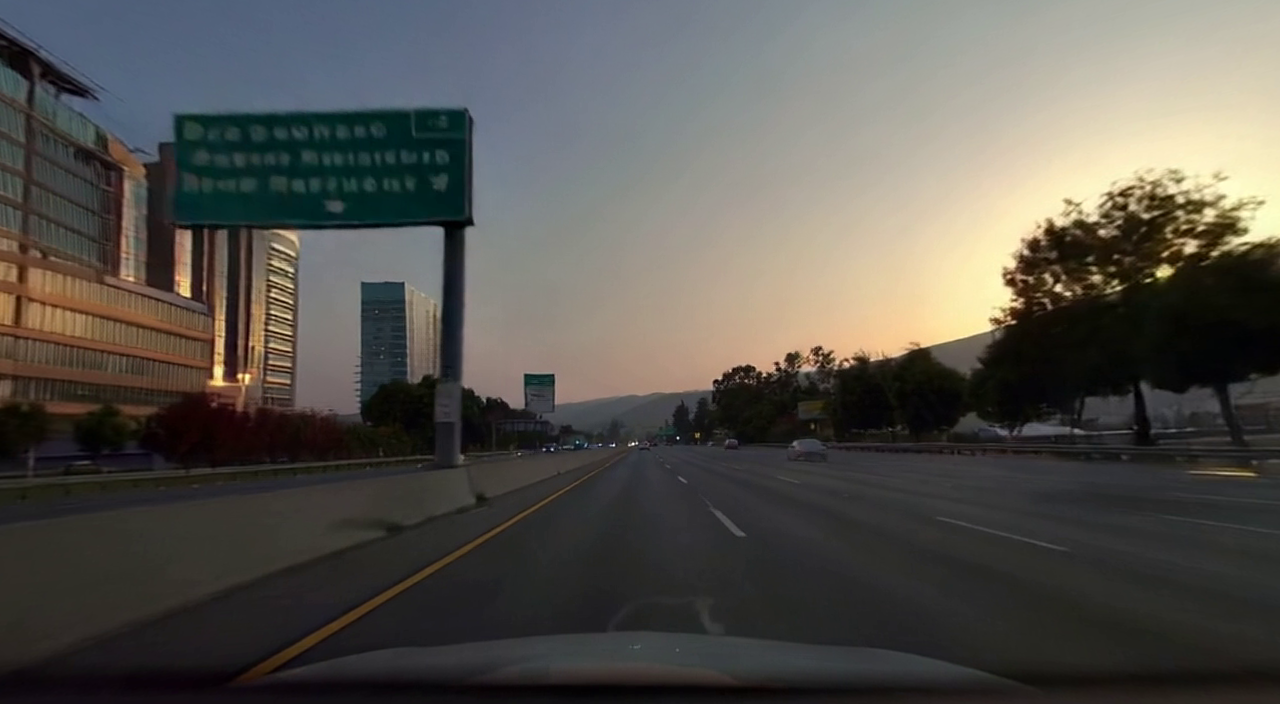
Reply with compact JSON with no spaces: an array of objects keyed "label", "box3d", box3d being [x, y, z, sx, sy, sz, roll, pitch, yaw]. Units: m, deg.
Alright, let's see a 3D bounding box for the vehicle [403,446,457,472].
[{"label":"vehicle","box3d":[-14.641,7.448,44.308,2.038,1.700,4.840,0,-8,1]}]
